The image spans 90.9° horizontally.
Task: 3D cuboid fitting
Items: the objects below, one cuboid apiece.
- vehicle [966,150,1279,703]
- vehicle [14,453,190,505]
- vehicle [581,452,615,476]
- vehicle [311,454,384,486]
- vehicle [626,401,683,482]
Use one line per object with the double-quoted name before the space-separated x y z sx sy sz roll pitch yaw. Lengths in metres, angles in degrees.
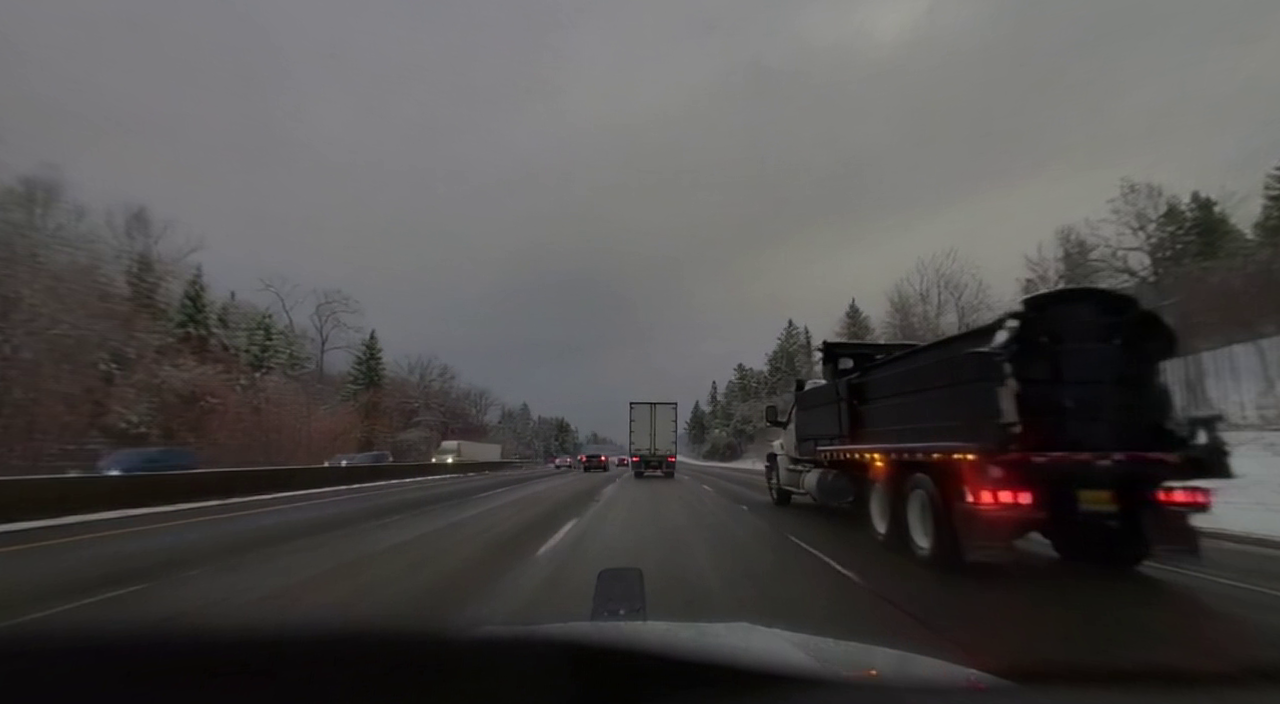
"vehicle" 4.634 0.574 4.365 2.565 2.902 3.798 0 -9 0
"vehicle" -18.408 4.326 21.944 2.081 1.575 4.555 0 -9 0
"vehicle" -2.889 7.809 44.246 2.061 1.555 3.900 0 -9 0
"vehicle" -14.219 5.727 30.854 1.790 1.434 3.534 0 -9 1
"vehicle" 0.660 5.454 37.993 2.875 4.056 12.312 0 -9 0
